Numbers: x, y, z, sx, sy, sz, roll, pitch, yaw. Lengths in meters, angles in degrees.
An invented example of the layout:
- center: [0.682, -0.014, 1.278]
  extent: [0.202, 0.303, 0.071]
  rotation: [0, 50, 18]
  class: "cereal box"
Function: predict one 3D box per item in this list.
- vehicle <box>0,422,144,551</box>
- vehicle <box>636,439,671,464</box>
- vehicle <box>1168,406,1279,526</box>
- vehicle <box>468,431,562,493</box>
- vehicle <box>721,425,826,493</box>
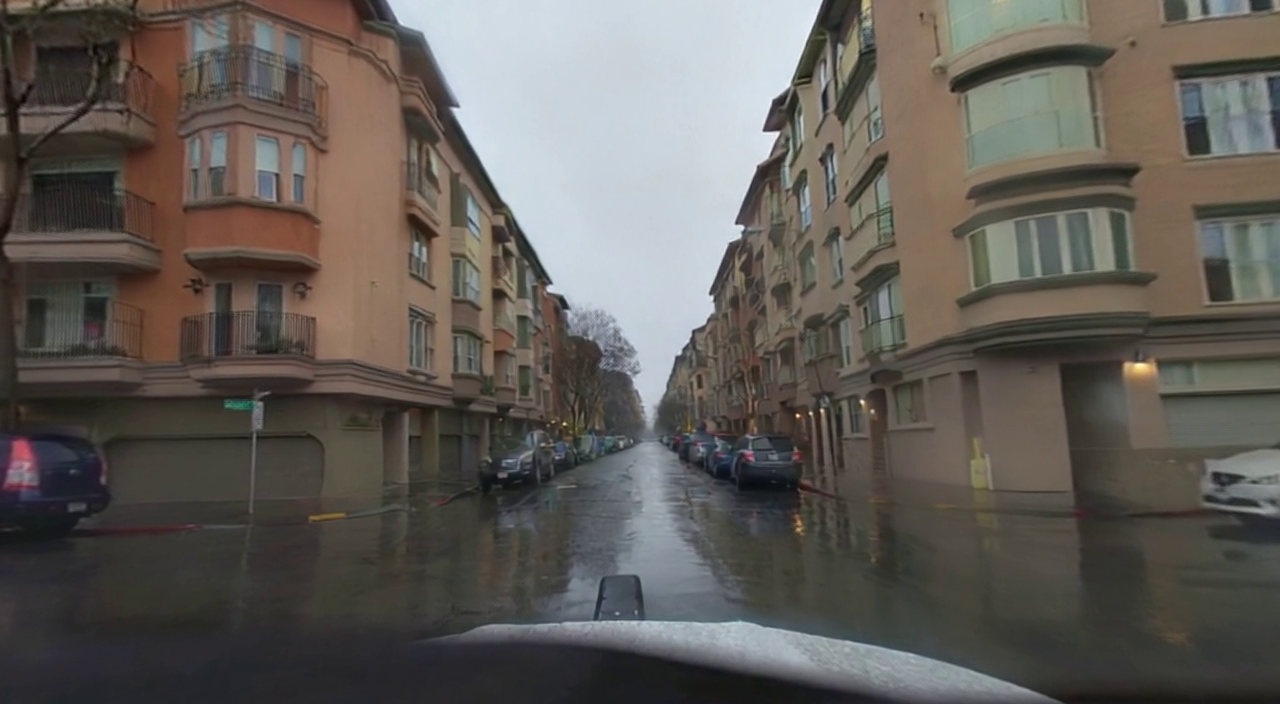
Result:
- center: [-10.424, 1.874, 9.175]
  extent: [4.679, 1.631, 2.025]
  rotation: [0, -8, 1]
  class: "vehicle"
- center: [0.996, 7.071, 44.819]
  extent: [2.341, 1.675, 4.360]
  rotation: [0, -8, 2]
  class: "vehicle"
- center: [10.474, 1.522, 8.574]
  extent: [4.711, 1.506, 1.983]
  rotation: [0, -8, 1]
  class: "vehicle"
- center: [-3.215, 2.888, 16.911]
  extent: [1.882, 1.459, 3.518]
  rotation: [0, -8, -1]
  class: "vehicle"
- center: [3.315, 2.722, 16.457]
  extent: [1.868, 1.544, 3.869]
  rotation: [0, -8, 0]
  class: "vehicle"
